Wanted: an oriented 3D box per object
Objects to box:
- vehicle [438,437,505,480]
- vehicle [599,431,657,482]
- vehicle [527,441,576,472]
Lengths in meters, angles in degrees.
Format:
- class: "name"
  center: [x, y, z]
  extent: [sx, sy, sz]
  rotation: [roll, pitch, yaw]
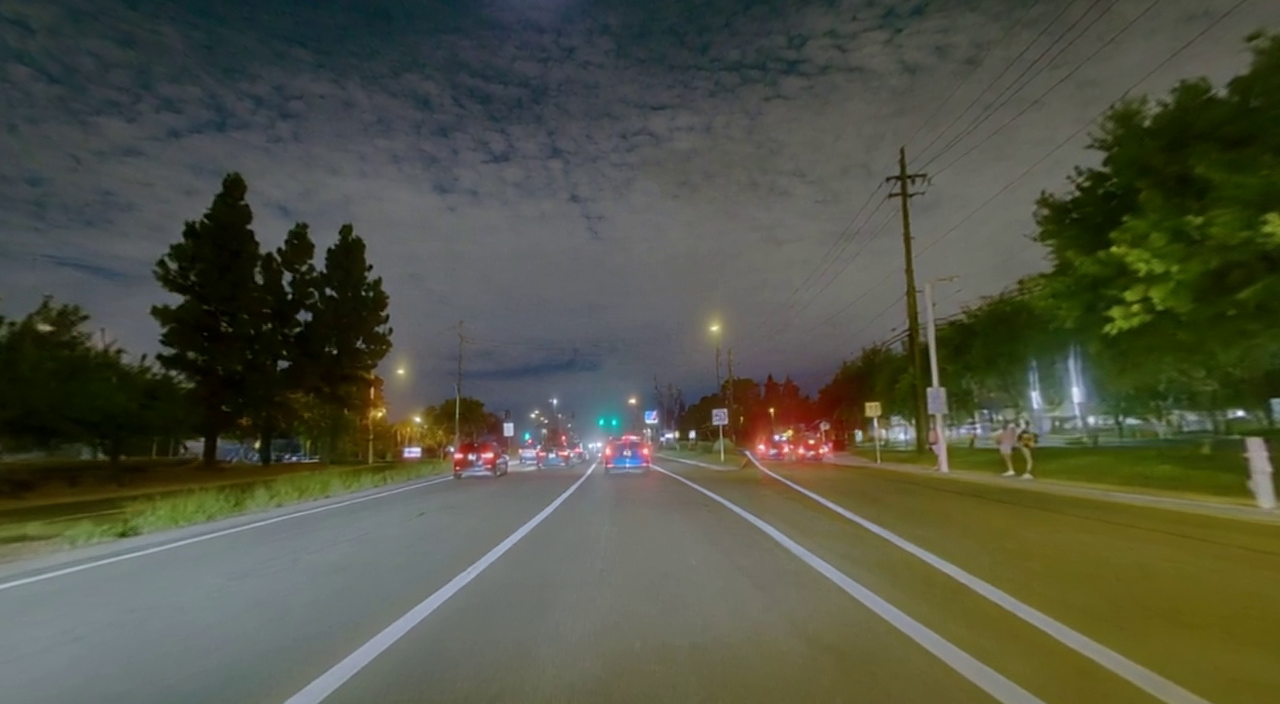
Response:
- class: "vehicle"
  center: [-6.903, 4.406, 26.353]
  extent: [1.860, 1.634, 4.089]
  rotation: [0, -8, -3]
- class: "vehicle"
  center: [-0.508, 3.978, 24.283]
  extent: [2.012, 1.769, 3.897]
  rotation: [0, -8, -2]
- class: "vehicle"
  center: [-4.571, 5.487, 33.344]
  extent: [2.087, 1.485, 4.452]
  rotation: [0, -8, -2]
